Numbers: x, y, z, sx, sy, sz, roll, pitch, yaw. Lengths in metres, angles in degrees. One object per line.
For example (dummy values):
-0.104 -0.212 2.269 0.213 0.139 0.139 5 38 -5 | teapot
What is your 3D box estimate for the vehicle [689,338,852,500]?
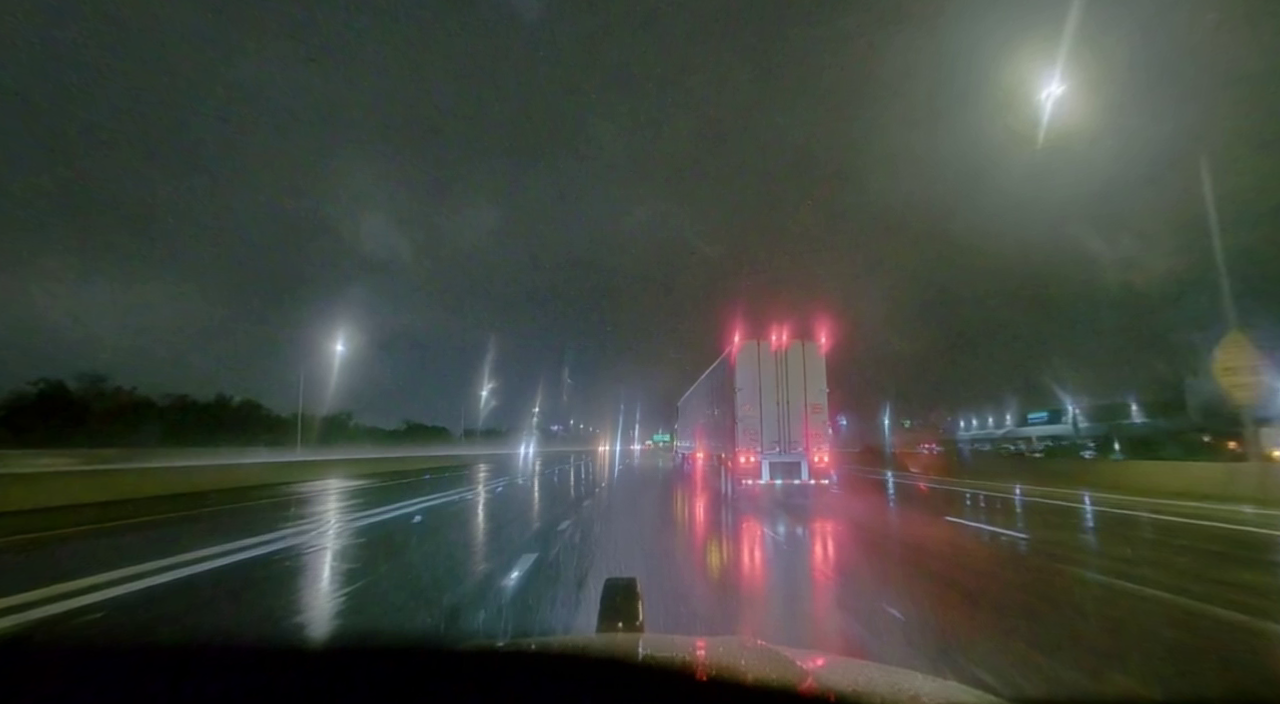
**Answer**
3.943 2.872 24.129 2.949 4.149 16.046 0 -9 1 | vehicle
